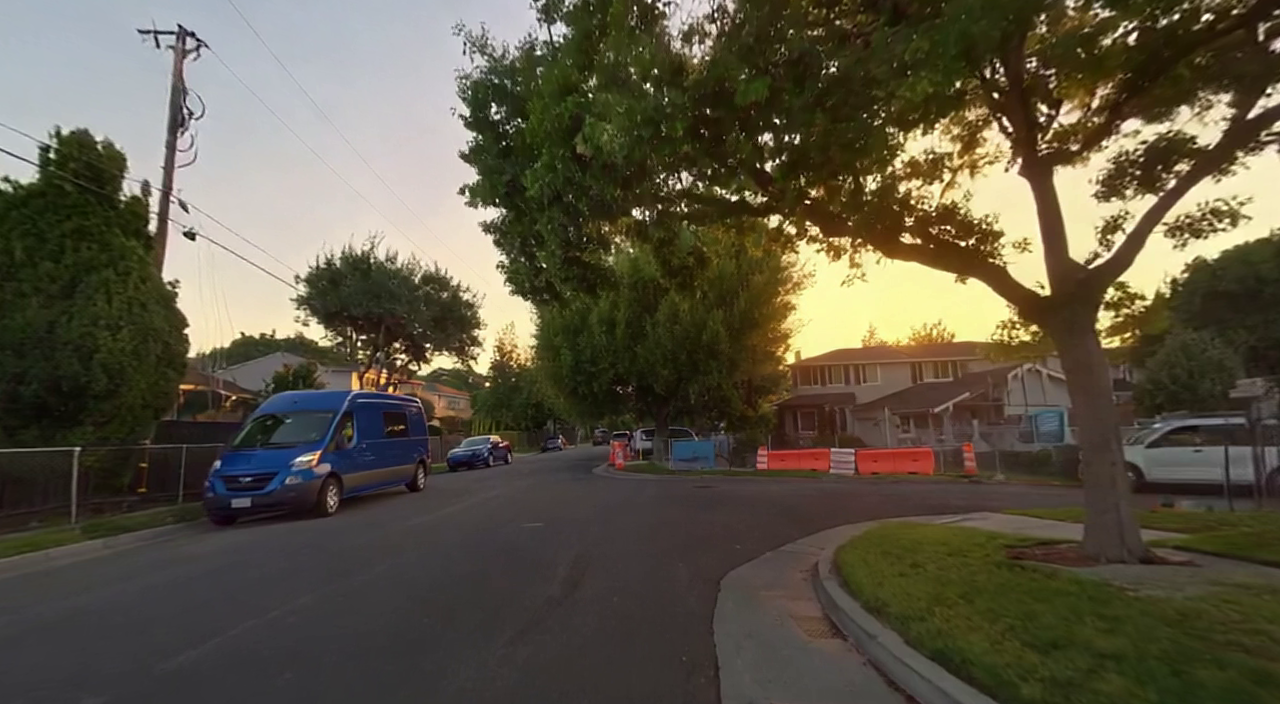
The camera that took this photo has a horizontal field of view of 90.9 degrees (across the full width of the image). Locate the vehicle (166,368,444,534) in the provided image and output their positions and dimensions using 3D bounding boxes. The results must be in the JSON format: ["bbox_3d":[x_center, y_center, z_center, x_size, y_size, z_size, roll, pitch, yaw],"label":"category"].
[{"bbox_3d":[-6.384,1.918,13.470,2.284,2.500,7.006,-2,-6,-1],"label":"vehicle"}]

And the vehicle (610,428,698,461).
[{"bbox_3d":[0.722,4.431,30.378,4.070,1.436,1.827,6,-10,-40],"label":"vehicle"}]

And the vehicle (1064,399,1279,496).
[{"bbox_3d":[12.460,2.117,14.168,4.624,1.924,2.005,-5,-9,31],"label":"vehicle"}]

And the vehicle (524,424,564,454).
[{"bbox_3d":[-6.566,6.014,43.608,2.042,1.937,4.960,0,-8,0],"label":"vehicle"}]

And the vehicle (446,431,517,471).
[{"bbox_3d":[-6.549,4.125,26.519,1.899,1.524,4.082,0,-8,0],"label":"vehicle"}]
